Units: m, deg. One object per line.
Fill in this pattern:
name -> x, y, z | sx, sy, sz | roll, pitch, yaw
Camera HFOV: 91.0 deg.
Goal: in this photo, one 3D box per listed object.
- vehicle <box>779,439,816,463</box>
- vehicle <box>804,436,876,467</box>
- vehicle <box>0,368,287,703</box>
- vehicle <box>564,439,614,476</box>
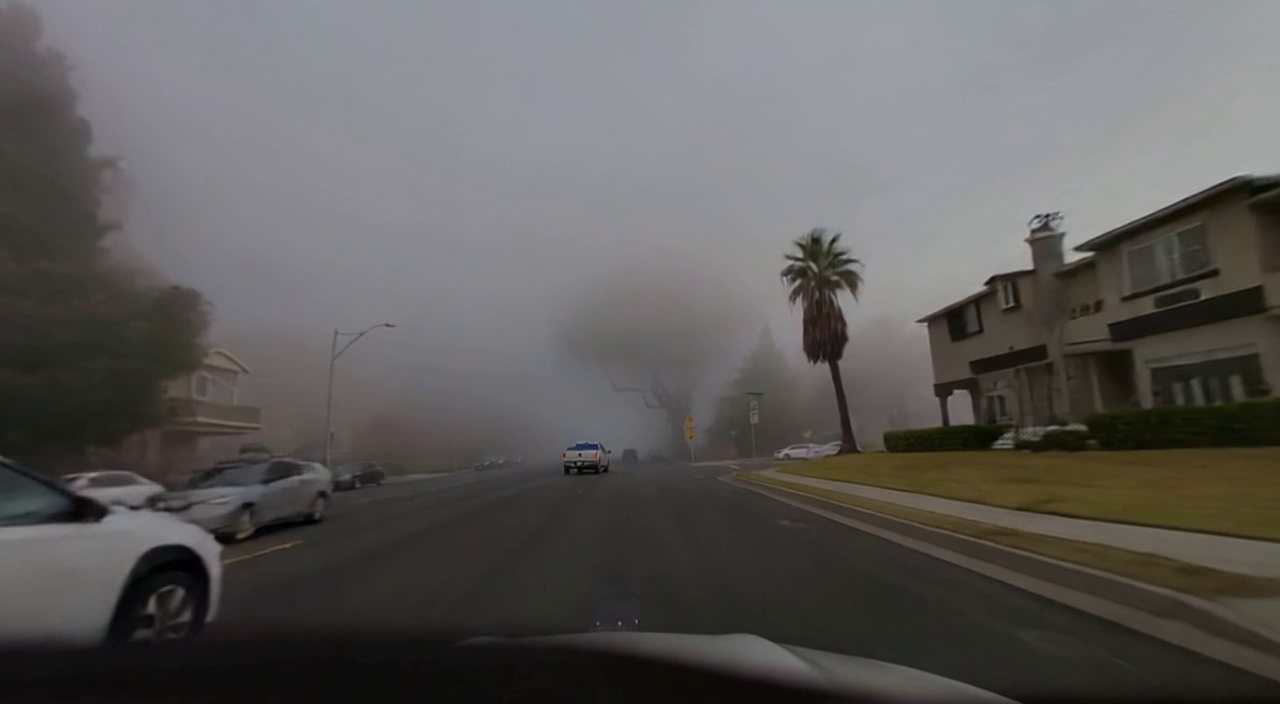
vehicle -> 12.307, 7.738, 49.411 | 1.924, 1.624, 4.873 | -5, -8, 5
vehicle -> 12.418, 6.201, 39.182 | 3.778, 1.744, 1.804 | -1, -9, -4
vehicle -> -3.273, 0.866, 2.070 | 1.929, 1.651, 3.948 | 0, -9, -1
vehicle -> -2.587, 5.530, 33.245 | 1.994, 1.810, 5.057 | -1, -9, 3
